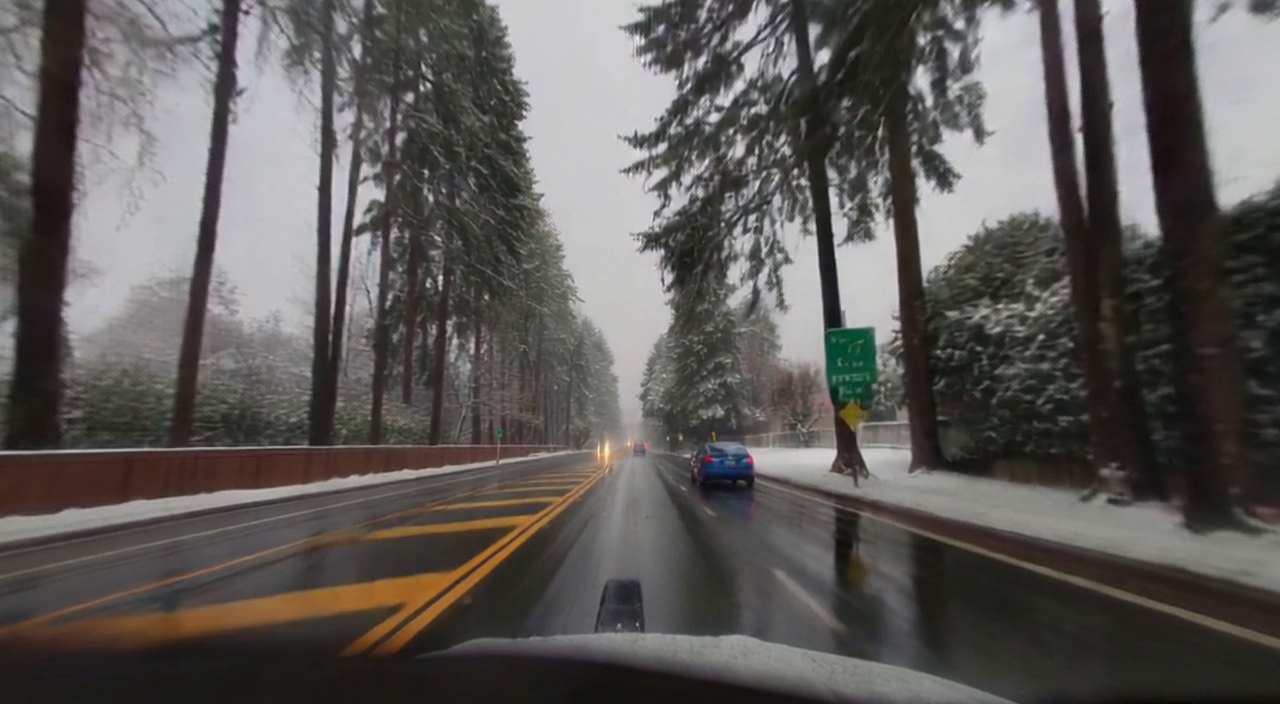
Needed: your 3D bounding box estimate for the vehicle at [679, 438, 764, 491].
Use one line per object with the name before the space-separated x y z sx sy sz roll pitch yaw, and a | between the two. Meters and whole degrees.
vehicle | 2.412 3.479 19.896 1.991 1.476 4.153 0 -8 -2
